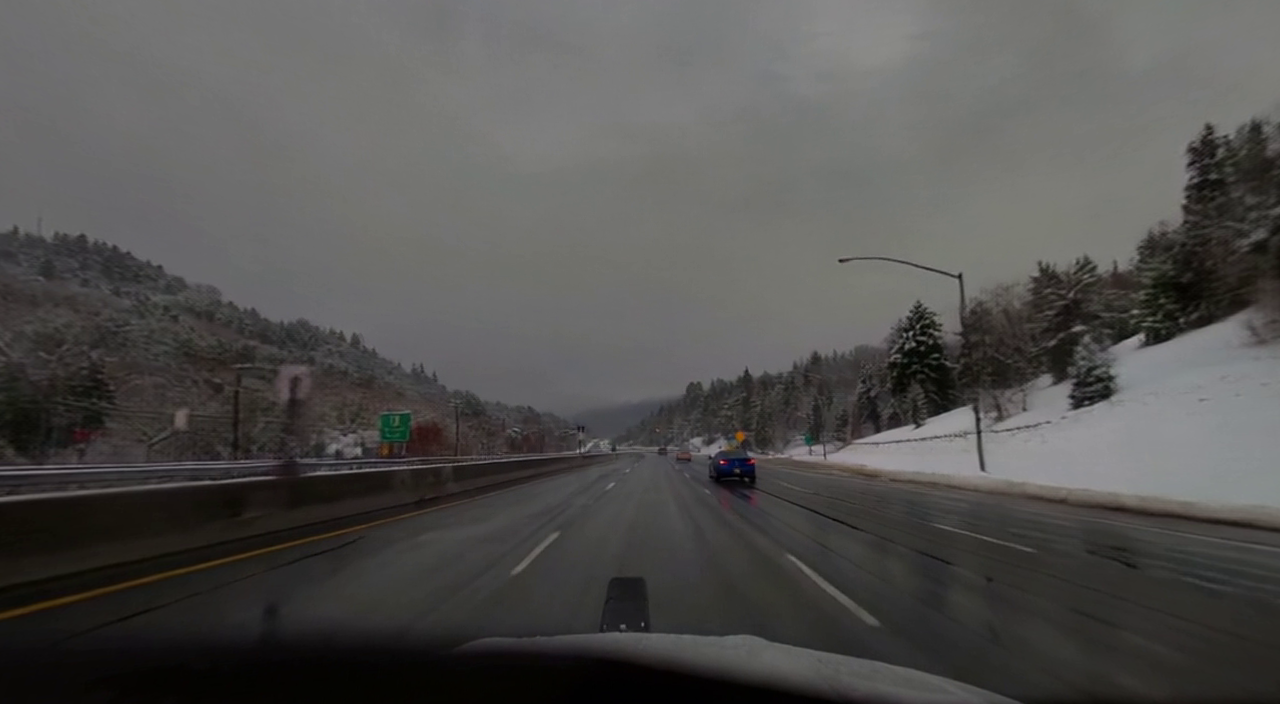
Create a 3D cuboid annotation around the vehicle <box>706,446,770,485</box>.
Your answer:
[{"bbox_3d":[3.978,4.657,26.313,1.916,1.469,4.481,0,-8,0],"label":"vehicle"}]
